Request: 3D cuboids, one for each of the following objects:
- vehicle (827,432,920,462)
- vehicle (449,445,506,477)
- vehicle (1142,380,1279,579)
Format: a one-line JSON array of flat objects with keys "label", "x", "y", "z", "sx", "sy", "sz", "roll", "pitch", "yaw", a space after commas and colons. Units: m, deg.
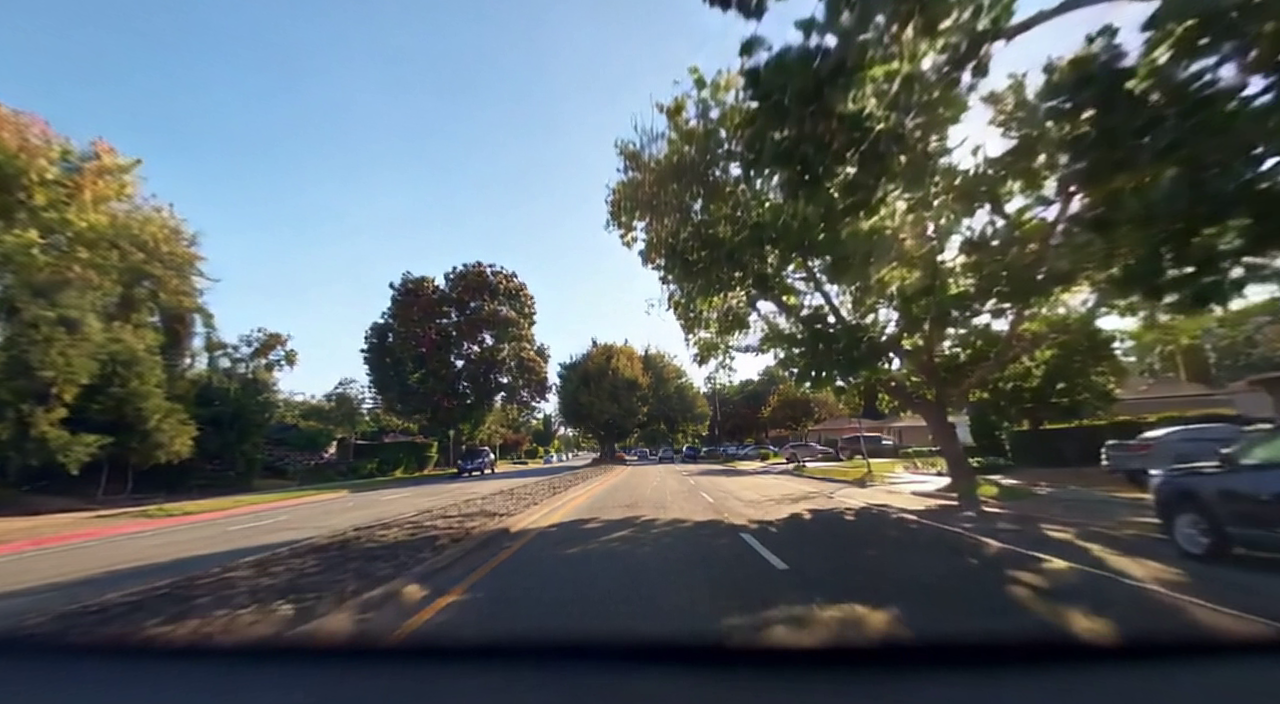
[{"label": "vehicle", "x": 14.070, "y": 5.770, "z": 38.321, "sx": 4.793, "sy": 1.744, "sz": 2.055, "roll": -1, "pitch": -9, "yaw": 1}, {"label": "vehicle", "x": -10.767, "y": 7.318, "z": 42.378, "sx": 2.347, "sy": 1.960, "sz": 5.167, "roll": -2, "pitch": -10, "yaw": 2}, {"label": "vehicle", "x": 7.443, "y": 1.153, "z": 5.560, "sx": 2.040, "sy": 1.970, "sz": 4.753, "roll": 0, "pitch": -9, "yaw": 0}]
